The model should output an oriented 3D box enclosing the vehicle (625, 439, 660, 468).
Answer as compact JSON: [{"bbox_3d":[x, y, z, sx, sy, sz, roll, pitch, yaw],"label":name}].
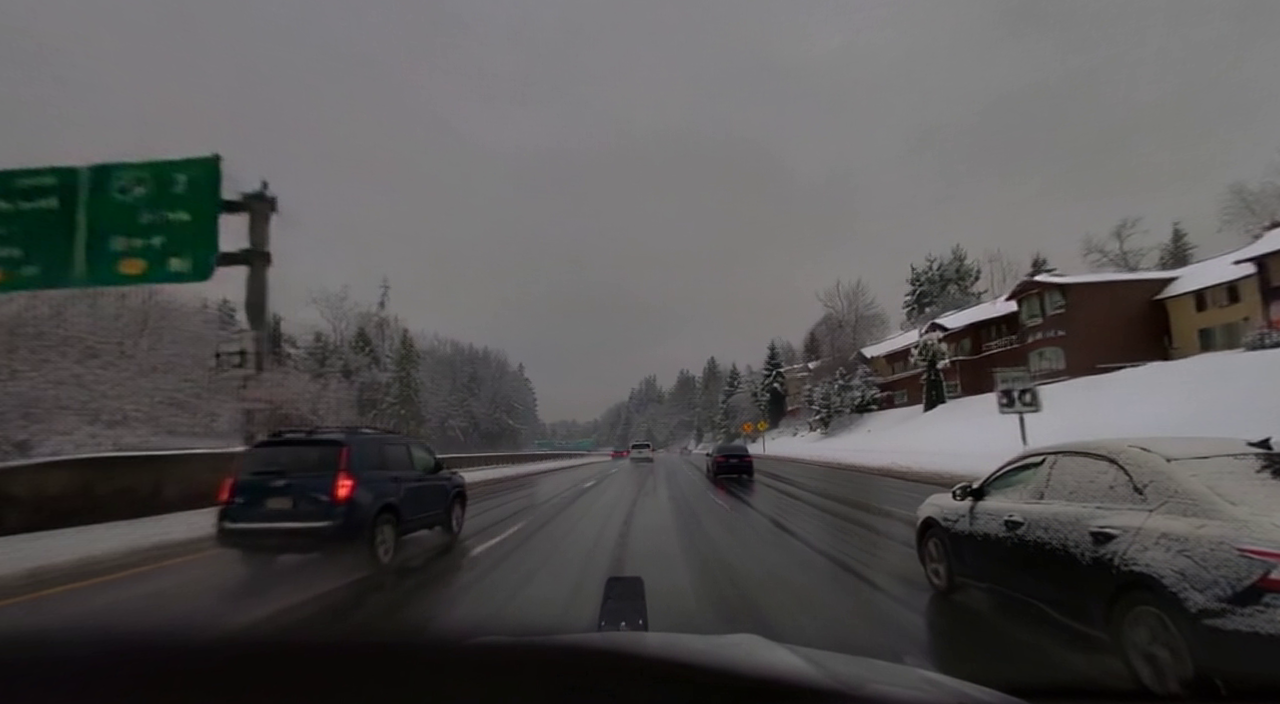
[{"bbox_3d":[0.140,6.651,41.404,2.183,1.764,4.134,0,-8,0],"label":"vehicle"}]

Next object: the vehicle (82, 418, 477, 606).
[{"bbox_3d":[-3.603,1.666,7.518,2.136,1.571,4.285,0,-8,0],"label":"vehicle"}]

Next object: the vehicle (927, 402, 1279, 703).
[{"bbox_3d":[3.724,1.145,3.877,1.912,1.509,4.291,0,-8,0],"label":"vehicle"}]

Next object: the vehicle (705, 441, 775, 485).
[{"bbox_3d":[3.564,4.003,23.134,1.854,1.438,3.954,0,-8,-1],"label":"vehicle"}]

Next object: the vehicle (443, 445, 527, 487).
[{"bbox_3d":[-6.057,4.471,25.200,2.050,1.507,4.375,-1,-8,3],"label":"vehicle"}]
